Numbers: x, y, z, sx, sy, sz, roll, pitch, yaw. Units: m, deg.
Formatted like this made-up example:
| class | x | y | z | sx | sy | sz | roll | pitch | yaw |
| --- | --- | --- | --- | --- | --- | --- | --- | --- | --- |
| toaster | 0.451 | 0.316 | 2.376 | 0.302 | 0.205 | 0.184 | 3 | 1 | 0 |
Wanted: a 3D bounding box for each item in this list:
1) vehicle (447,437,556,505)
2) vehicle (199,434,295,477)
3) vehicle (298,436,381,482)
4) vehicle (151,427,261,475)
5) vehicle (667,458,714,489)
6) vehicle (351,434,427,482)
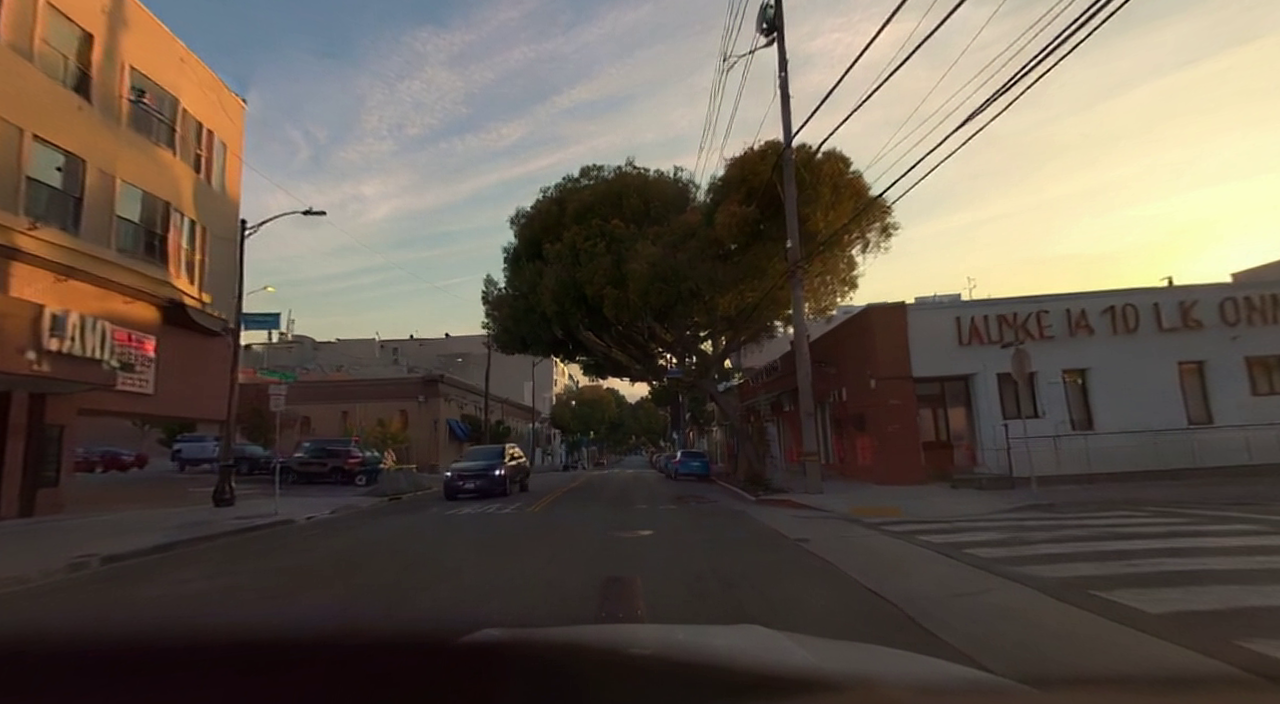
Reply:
| class | x | y | z | sx | sy | sz | roll | pitch | yaw |
| --- | --- | --- | --- | --- | --- | --- | --- | --- | --- |
| vehicle | -4.367 | 3.836 | 20.920 | 2.495 | 1.966 | 4.846 | 0 | -8 | 0 |
| vehicle | -24.945 | 6.593 | 40.464 | 2.288 | 2.514 | 5.886 | 0 | -8 | 0 |
| vehicle | -19.022 | 6.713 | 40.434 | 2.256 | 2.668 | 5.979 | 0 | -7 | 1 |
| vehicle | -27.649 | 6.334 | 40.684 | 2.249 | 2.760 | 6.636 | 0 | -8 | 0 |
| vehicle | 2.502 | 6.180 | 32.307 | 1.877 | 1.373 | 3.854 | 0 | -8 | -3 |
| vehicle | -16.089 | 6.843 | 40.965 | 2.715 | 2.789 | 6.225 | 0 | -9 | -5 |
